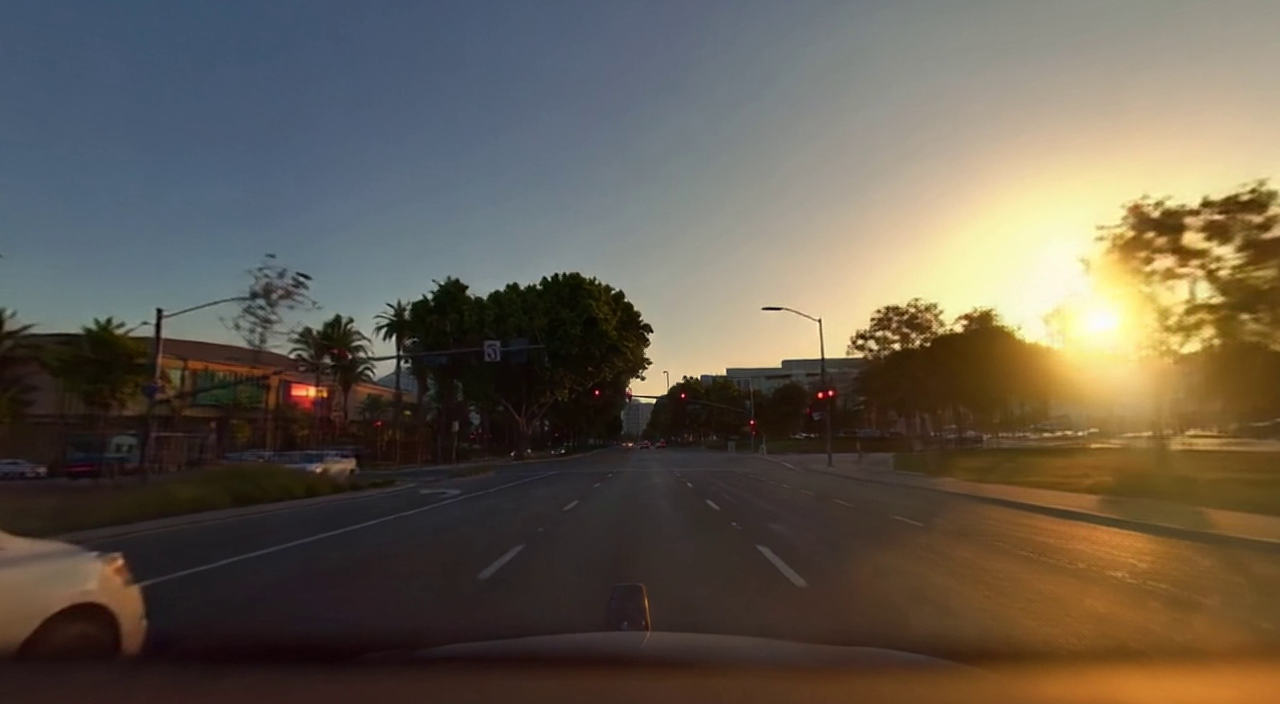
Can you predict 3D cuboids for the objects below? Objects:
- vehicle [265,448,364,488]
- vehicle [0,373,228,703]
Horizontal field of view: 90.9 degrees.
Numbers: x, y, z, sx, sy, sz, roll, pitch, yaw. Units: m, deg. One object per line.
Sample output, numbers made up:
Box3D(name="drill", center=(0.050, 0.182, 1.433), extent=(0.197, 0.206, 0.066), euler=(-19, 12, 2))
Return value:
Box3D(name="vehicle", center=(-14.621, 5.189, 28.618), extent=(2.059, 1.648, 4.420), euler=(0, -8, 1))
Box3D(name="vehicle", center=(-3.269, 0.661, 0.806), extent=(2.162, 1.549, 4.795), euler=(0, -8, 1))
